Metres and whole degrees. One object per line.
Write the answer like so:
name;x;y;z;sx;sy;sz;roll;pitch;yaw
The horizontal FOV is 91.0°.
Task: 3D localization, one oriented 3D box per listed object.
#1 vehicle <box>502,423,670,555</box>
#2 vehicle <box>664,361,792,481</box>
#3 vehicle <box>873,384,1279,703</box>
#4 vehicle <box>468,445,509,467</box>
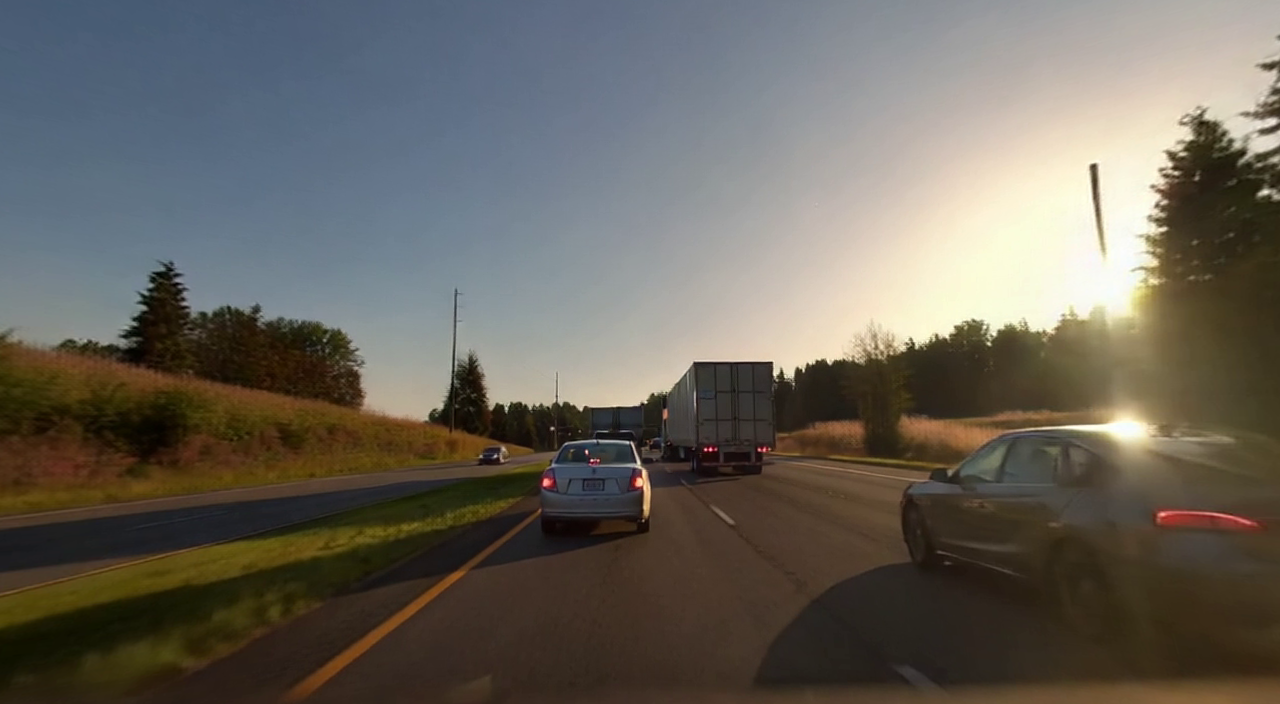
vehicle;-0.695;1.936;9.611;2.009;1.554;4.013;0;-8;-1
vehicle;3.469;3.630;30.956;3.591;4.290;16.696;0;-8;-1
vehicle;3.595;1.187;4.603;1.960;1.515;4.713;0;-8;0
vehicle;-11.589;7.942;48.352;2.029;1.617;4.260;0;-8;2
